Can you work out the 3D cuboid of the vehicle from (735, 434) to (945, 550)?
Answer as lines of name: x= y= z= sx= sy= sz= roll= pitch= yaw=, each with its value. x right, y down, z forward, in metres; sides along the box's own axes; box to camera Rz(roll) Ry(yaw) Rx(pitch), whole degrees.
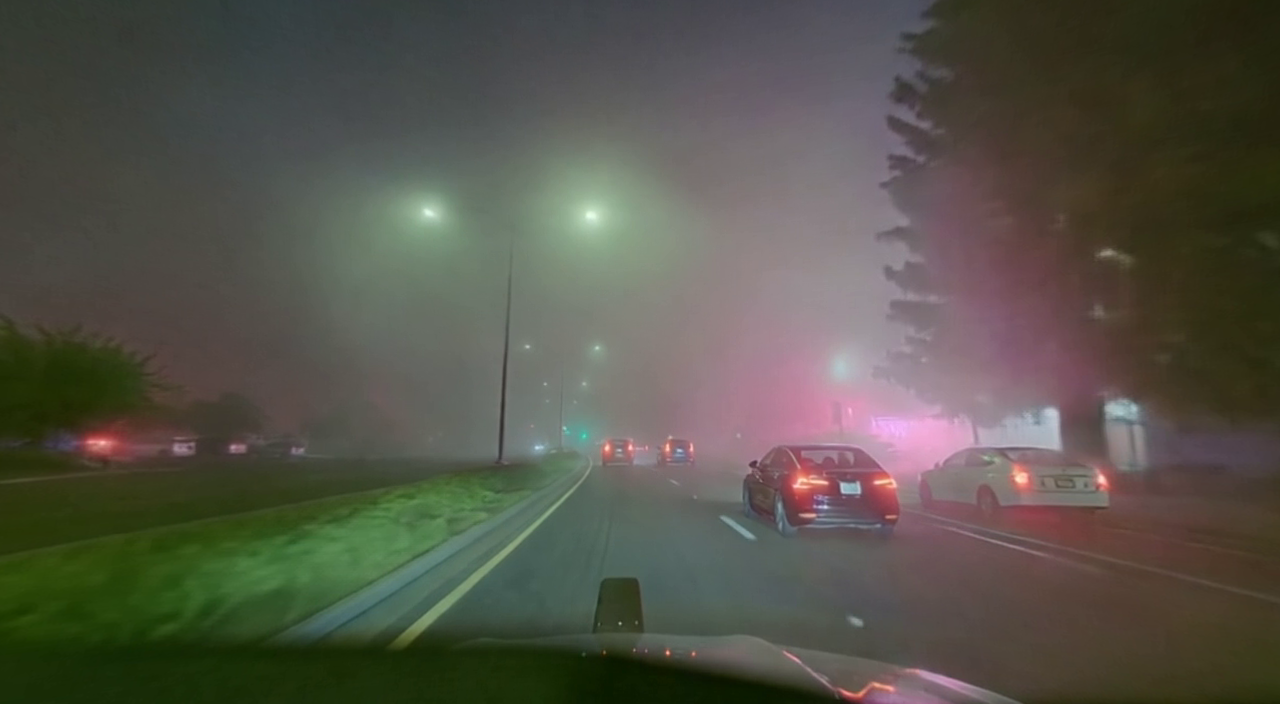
vehicle: x=2.864 y=2.092 z=10.159 sx=1.883 sy=1.452 sz=4.258 roll=0 pitch=-8 yaw=-2

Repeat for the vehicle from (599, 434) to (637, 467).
vehicle: x=-1.384 y=5.872 z=37.671 sx=2.051 sy=1.798 sz=4.168 roll=1 pitch=-8 yaw=-5

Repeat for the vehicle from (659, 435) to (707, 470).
vehicle: x=2.283 y=5.445 z=34.318 sx=2.000 sy=1.745 sz=4.206 roll=1 pitch=-8 yaw=-4

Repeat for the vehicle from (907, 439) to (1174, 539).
vehicle: x=6.817 y=2.332 z=11.437 sx=1.917 sy=1.457 sz=4.274 roll=0 pitch=-8 yaw=-2

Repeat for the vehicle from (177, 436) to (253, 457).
vehicle: x=-31.346 y=6.975 z=46.476 sx=4.040 sy=1.501 sz=2.088 roll=1 pitch=-8 yaw=-5
